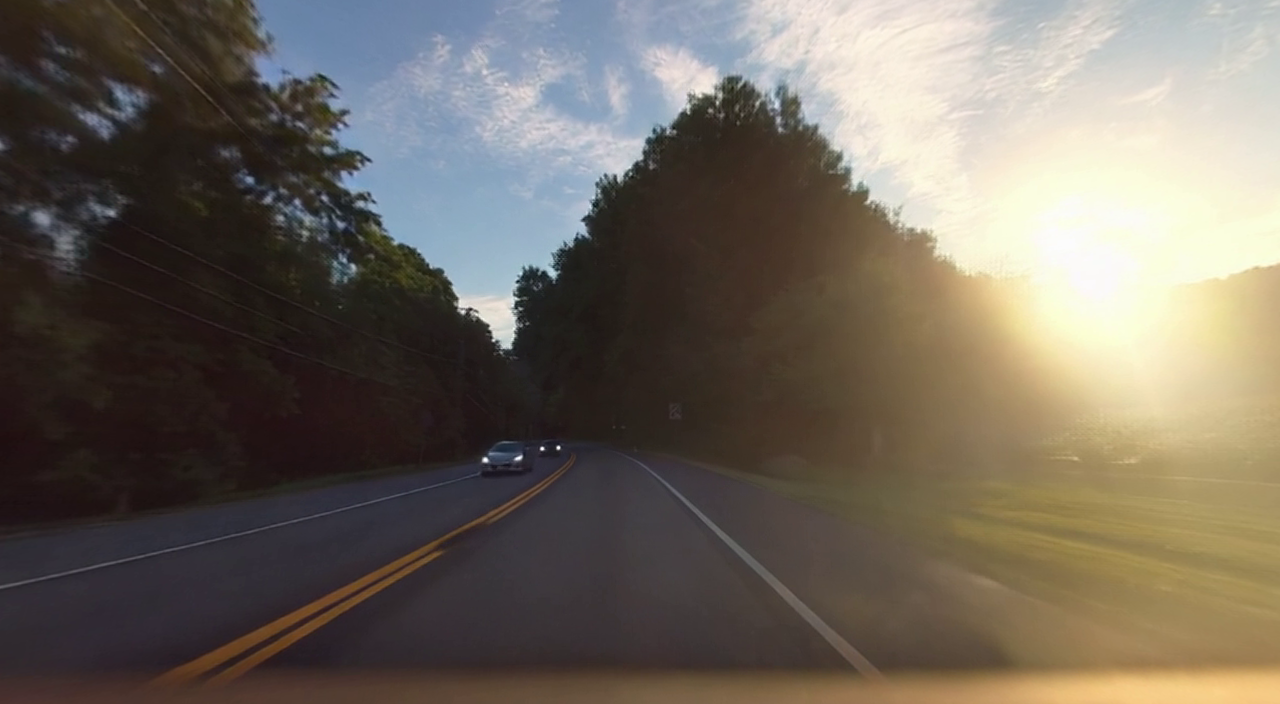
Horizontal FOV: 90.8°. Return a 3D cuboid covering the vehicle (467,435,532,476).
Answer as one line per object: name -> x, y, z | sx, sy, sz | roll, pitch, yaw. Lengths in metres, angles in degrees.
vehicle -> -6.237, 4.630, 28.591 | 2.143, 1.694, 4.326 | 1, -8, -3

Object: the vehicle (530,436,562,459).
vehicle -> -7.183, 7.341, 48.785 | 2.165, 1.648, 4.605 | 1, -8, -6
